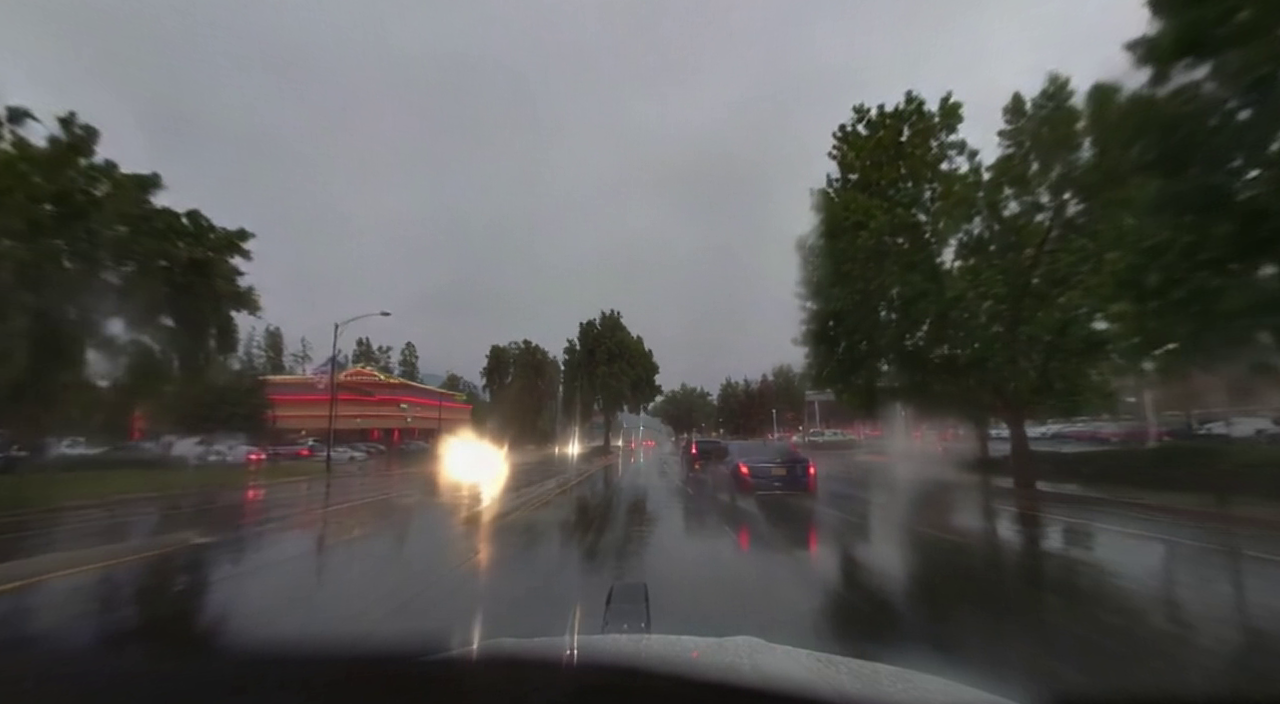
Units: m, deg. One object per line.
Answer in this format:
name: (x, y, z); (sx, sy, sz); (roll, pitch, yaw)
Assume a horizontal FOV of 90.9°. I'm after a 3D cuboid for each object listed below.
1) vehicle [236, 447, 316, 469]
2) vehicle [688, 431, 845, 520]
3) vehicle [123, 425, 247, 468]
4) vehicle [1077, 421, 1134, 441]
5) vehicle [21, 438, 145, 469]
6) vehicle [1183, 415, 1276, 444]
vehicle: (-23.329, 6.796, 40.460); (4.077, 1.342, 1.813); (-1, -9, 4)
vehicle: (2.320, 2.440, 13.047); (2.091, 1.472, 4.697); (0, -8, -3)
vehicle: (-35.046, 7.274, 48.763); (7.010, 3.172, 3.077); (0, -8, -1)
vehicle: (35.114, 6.012, 47.703); (1.842, 1.473, 4.620); (-2, -8, 15)
vehicle: (-36.723, 6.725, 41.701); (5.748, 1.927, 2.252); (0, -9, -5)
vehicle: (32.910, 4.400, 35.361); (1.888, 1.467, 4.425); (-3, -8, 16)
